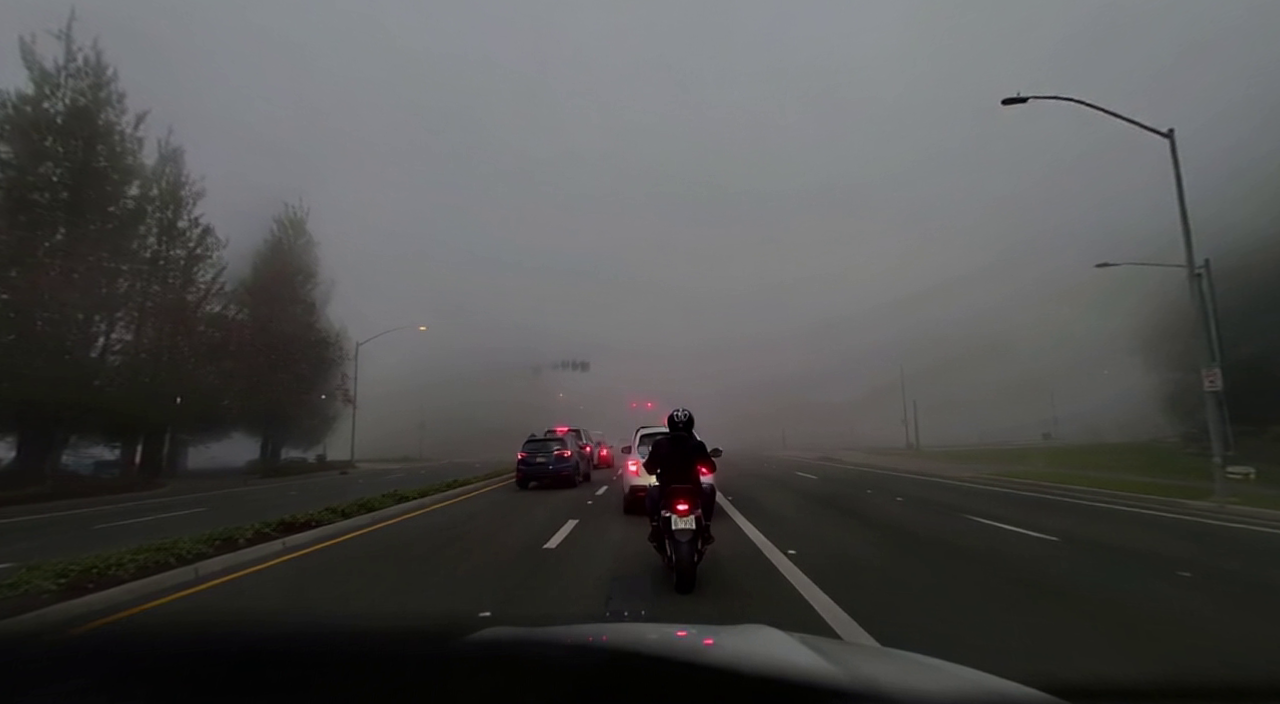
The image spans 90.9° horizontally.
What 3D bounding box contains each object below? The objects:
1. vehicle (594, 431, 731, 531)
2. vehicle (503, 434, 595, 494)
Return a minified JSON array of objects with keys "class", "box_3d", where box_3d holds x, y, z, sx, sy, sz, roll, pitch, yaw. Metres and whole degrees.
[{"class":"vehicle","box_3d":[0.405,2.237,11.611,2.009,1.450,4.608,-1,-8,2]},{"class":"vehicle","box_3d":[-2.487,3.169,18.208,1.979,1.499,3.840,-1,-8,2]}]
